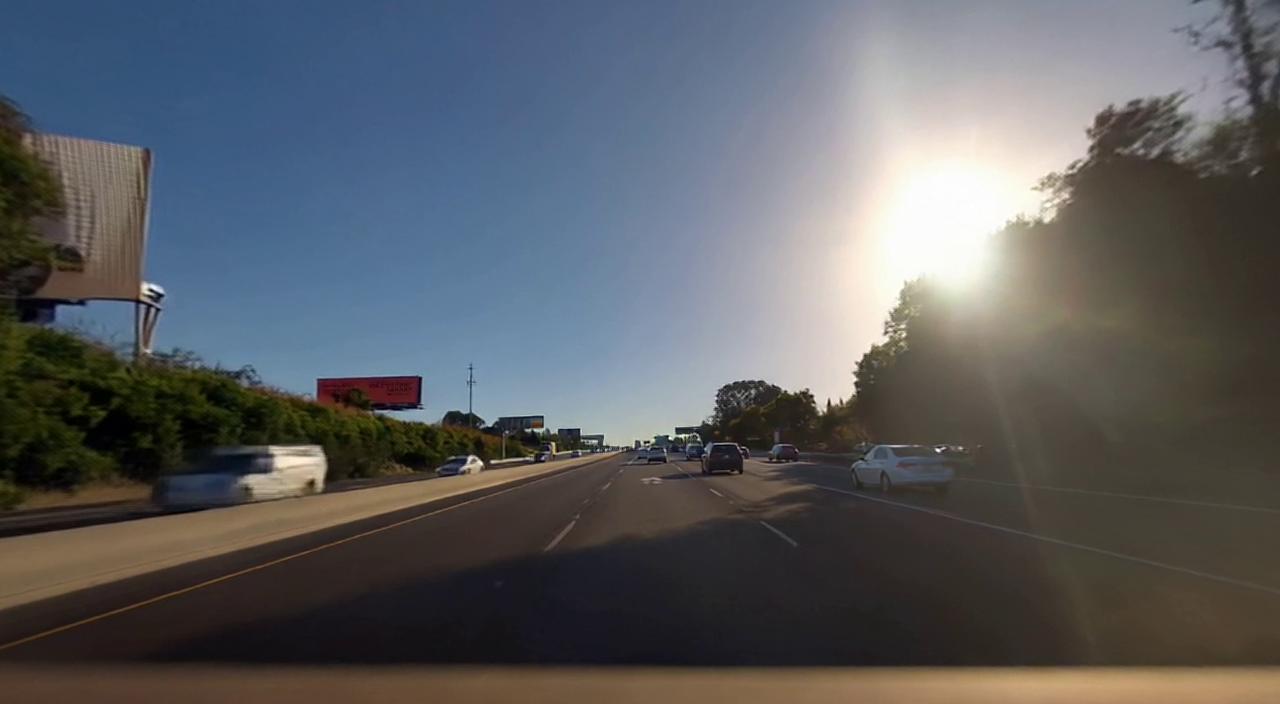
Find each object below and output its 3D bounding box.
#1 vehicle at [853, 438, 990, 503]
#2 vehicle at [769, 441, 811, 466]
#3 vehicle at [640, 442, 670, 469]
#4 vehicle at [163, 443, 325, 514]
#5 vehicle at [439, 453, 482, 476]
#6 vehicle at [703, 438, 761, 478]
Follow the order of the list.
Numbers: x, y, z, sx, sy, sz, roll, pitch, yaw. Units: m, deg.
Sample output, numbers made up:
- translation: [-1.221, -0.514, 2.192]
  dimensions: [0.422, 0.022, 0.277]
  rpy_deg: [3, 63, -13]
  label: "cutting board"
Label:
- translation: [7.626, 3.212, 17.604]
  dimensions: [1.807, 1.558, 4.352]
  rpy_deg: [0, -8, 0]
  label: "vehicle"
- translation: [11.564, 7.873, 49.006]
  dimensions: [2.028, 1.801, 4.503]
  rpy_deg: [0, -8, -1]
  label: "vehicle"
- translation: [1.059, 7.566, 46.263]
  dimensions: [2.145, 1.832, 4.004]
  rpy_deg: [0, -8, 0]
  label: "vehicle"
- translation: [-13.196, 4.180, 21.577]
  dimensions: [2.014, 2.072, 5.382]
  rpy_deg: [0, -8, 0]
  label: "vehicle"
- translation: [-13.653, 8.558, 48.205]
  dimensions: [1.890, 1.559, 4.509]
  rpy_deg: [-1, -8, 2]
  label: "vehicle"
- translation: [4.469, 5.232, 31.448]
  dimensions: [2.075, 1.845, 4.667]
  rpy_deg: [0, -8, -1]
  label: "vehicle"
